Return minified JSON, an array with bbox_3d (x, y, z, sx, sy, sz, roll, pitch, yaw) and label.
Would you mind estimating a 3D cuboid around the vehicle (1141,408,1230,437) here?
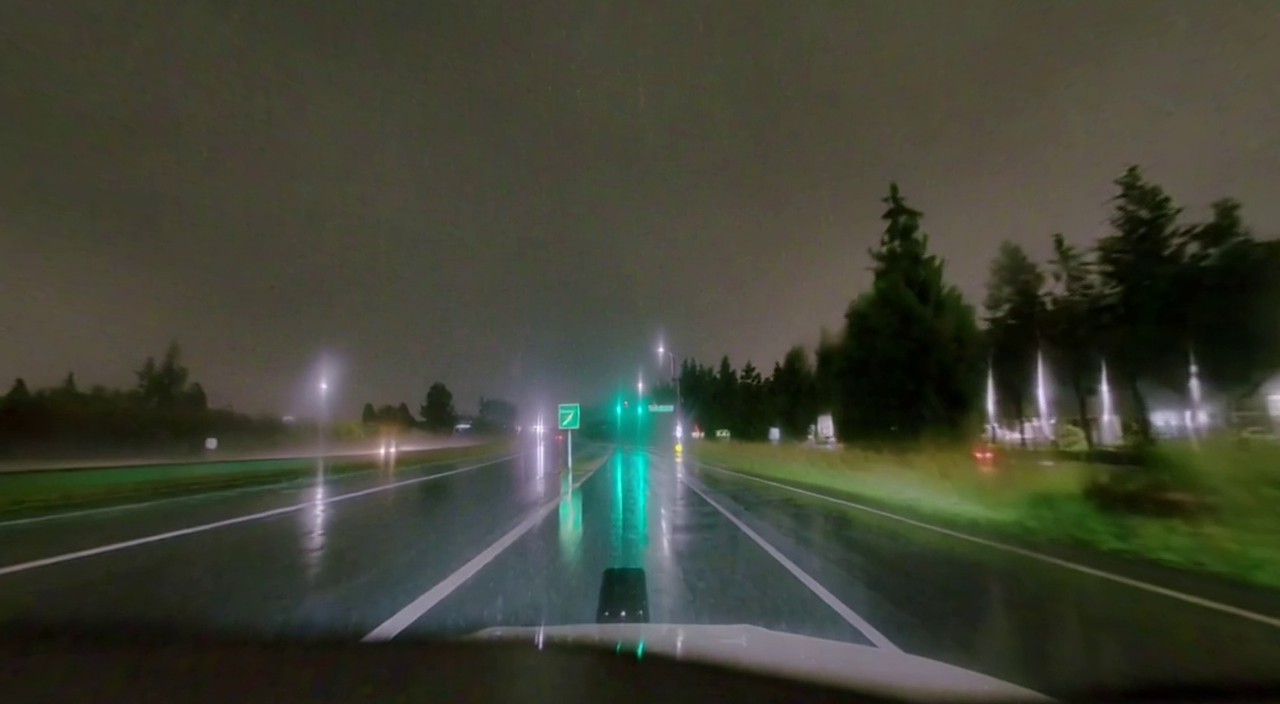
[{"bbox_3d":[31.984,4.212,37.134,1.853,1.521,4.259,-1,-9,8],"label":"vehicle"}]
